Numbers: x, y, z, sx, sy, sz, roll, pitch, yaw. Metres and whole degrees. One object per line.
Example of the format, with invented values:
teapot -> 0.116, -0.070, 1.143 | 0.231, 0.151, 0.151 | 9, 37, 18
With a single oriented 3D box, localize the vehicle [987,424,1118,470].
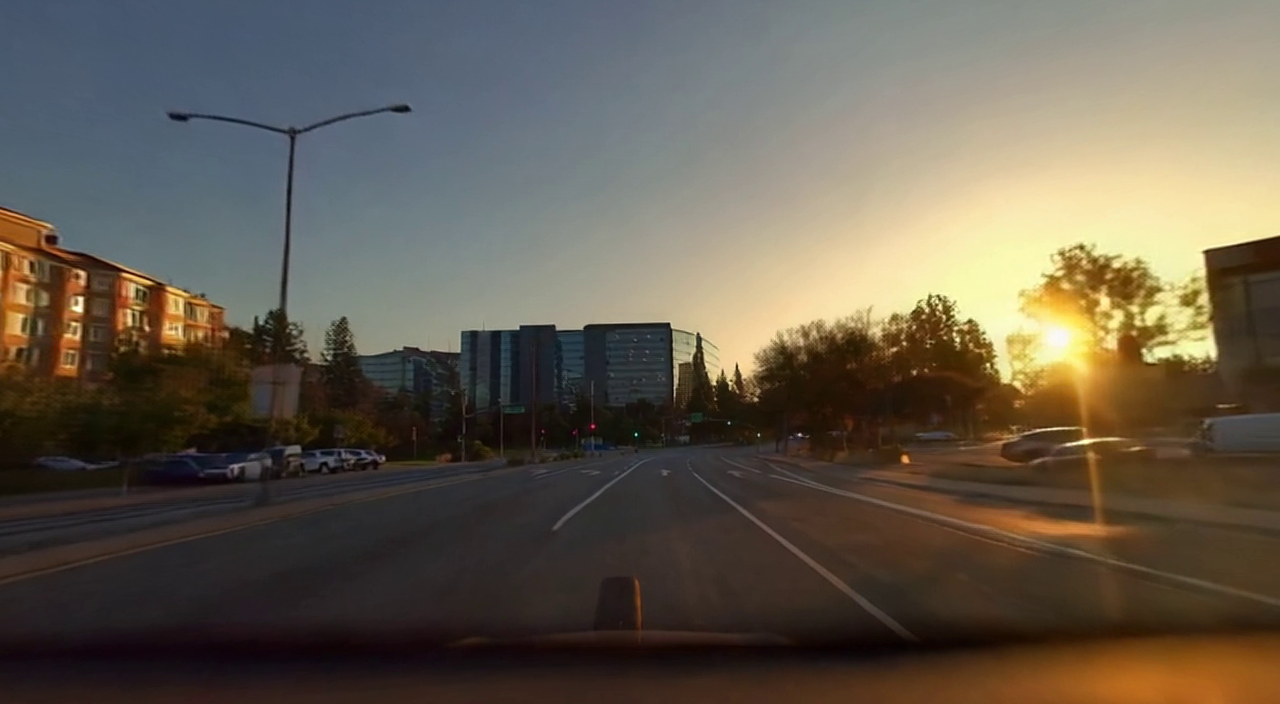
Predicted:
vehicle -> 19.331, 4.493, 29.913 | 2.074, 1.959, 4.793 | 3, -9, -19

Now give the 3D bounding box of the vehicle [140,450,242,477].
vehicle -> -28.852, 7.168, 40.721 | 4.913, 1.677, 2.032 | 0, -9, -1

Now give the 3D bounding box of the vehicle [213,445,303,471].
vehicle -> -28.039, 7.796, 46.529 | 5.248, 1.758, 2.122 | -1, -8, -2
